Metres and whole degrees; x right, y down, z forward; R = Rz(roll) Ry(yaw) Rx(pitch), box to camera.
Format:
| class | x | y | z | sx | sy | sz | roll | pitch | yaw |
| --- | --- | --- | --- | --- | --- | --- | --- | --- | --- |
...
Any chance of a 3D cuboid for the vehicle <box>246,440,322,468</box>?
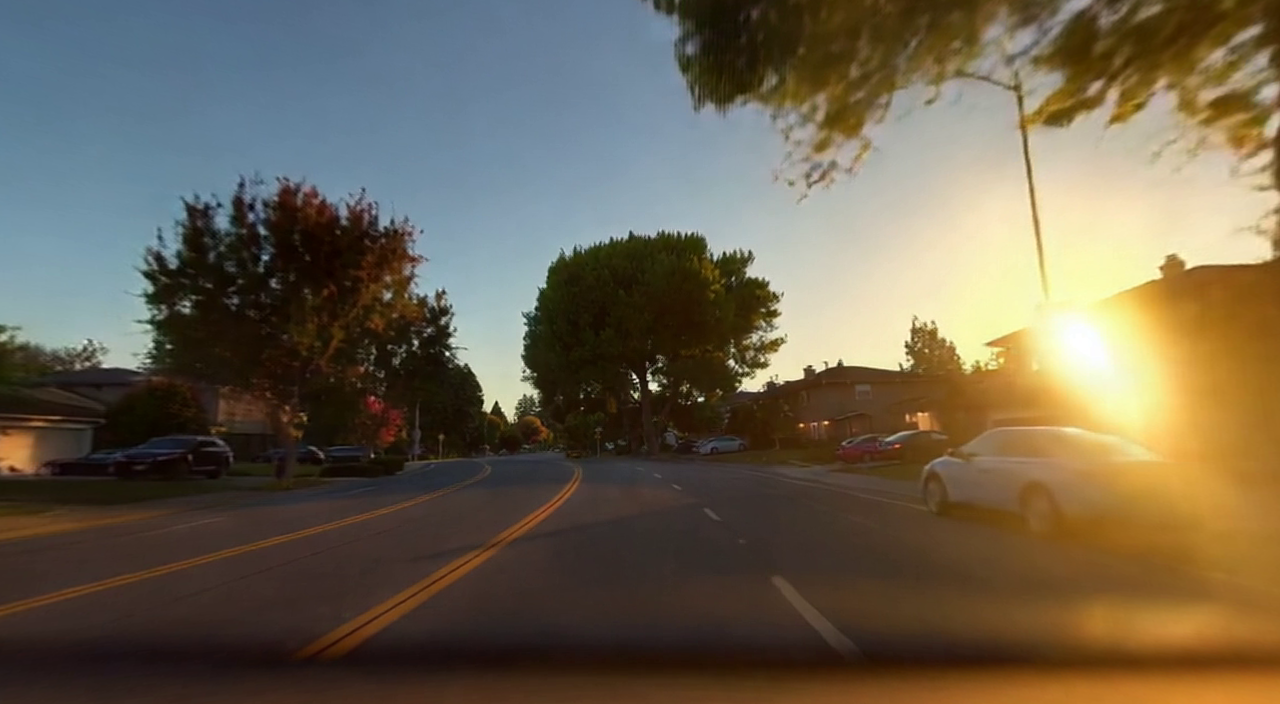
| class | x | y | z | sx | sy | sz | roll | pitch | yaw |
| --- | --- | --- | --- | --- | --- | --- | --- | --- | --- |
| vehicle | -24.721 | 7.091 | 43.935 | 4.128 | 1.861 | 1.959 | 2 | -9 | -15 |

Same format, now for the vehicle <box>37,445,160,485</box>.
| class | x | y | z | sx | sy | sz | roll | pitch | yaw |
| --- | --- | --- | --- | --- | --- | --- | --- | --- | --- |
| vehicle | -21.480 | 4.474 | 25.244 | 1.764 | 1.443 | 3.941 | 2 | -9 | -8 |

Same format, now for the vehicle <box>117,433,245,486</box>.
| class | x | y | z | sx | sy | sz | roll | pitch | yaw |
| --- | --- | --- | --- | --- | --- | --- | --- | --- | --- |
| vehicle | -18.594 | 4.349 | 25.868 | 2.077 | 1.948 | 4.705 | 1 | -8 | -7 |

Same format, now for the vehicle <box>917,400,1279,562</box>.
| class | x | y | z | sx | sy | sz | roll | pitch | yaw |
| --- | --- | --- | --- | --- | --- | --- | --- | --- | --- |
| vehicle | 6.728 | 1.859 | 9.827 | 2.315 | 1.869 | 4.678 | 1 | -8 | -5 |
